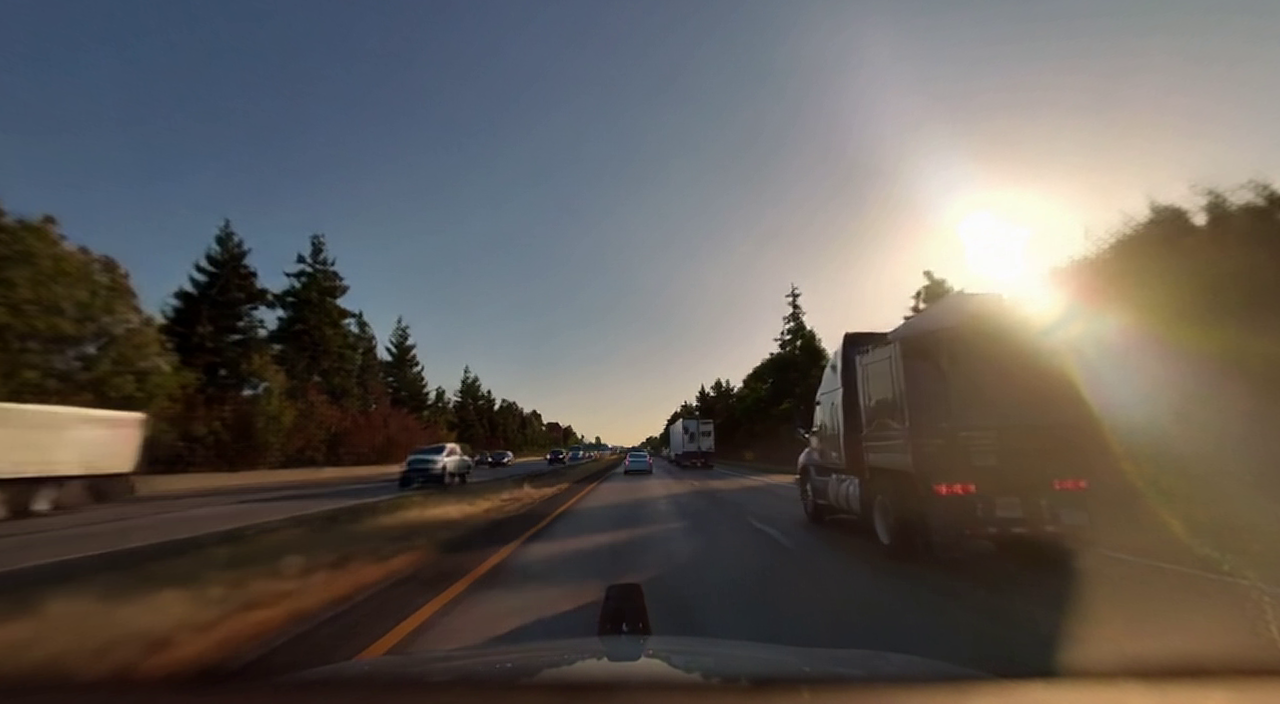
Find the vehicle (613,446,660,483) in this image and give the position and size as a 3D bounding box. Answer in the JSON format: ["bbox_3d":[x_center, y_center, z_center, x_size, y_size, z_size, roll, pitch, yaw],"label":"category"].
[{"bbox_3d":[-0.128,4.909,27.752,1.939,1.495,3.612,0,-9,0],"label":"vehicle"}]

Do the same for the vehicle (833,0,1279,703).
[{"bbox_3d":[4.579,-0.279,2.822,2.842,4.060,13.939,0,-9,-1],"label":"vehicle"}]

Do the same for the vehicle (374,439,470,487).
[{"bbox_3d":[-8.161,4.206,24.074,2.034,1.621,4.525,0,-9,0],"label":"vehicle"}]

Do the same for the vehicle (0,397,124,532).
[{"bbox_3d":[-13.230,2.038,11.325,2.255,2.511,6.577,0,-9,0],"label":"vehicle"}]
